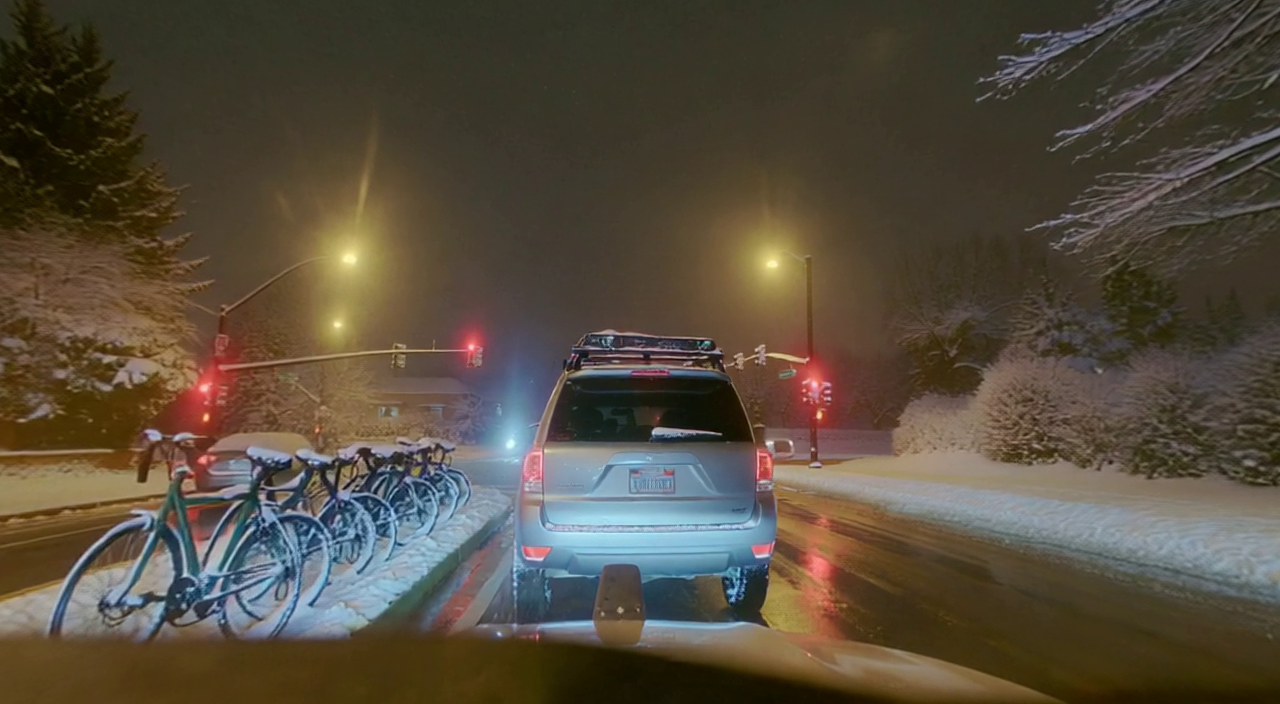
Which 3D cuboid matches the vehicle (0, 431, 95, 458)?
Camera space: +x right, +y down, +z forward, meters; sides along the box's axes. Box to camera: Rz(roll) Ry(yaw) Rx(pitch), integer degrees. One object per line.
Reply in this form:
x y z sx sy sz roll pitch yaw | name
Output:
-35.757 5.528 38.081 3.926 1.536 1.731 1 -6 -11 | vehicle

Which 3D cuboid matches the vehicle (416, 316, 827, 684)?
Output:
-0.244 1.159 6.001 2.333 2.087 4.586 1 -8 -4 | vehicle

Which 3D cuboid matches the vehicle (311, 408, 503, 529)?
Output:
-4.217 2.216 12.627 2.337 1.858 5.409 1 -9 -7 | vehicle

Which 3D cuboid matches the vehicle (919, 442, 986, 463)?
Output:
24.507 7.855 49.536 4.435 1.574 1.816 1 -9 -9 | vehicle

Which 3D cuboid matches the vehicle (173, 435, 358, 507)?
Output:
-8.826 2.818 15.490 2.026 1.479 4.712 1 -8 -6 | vehicle
